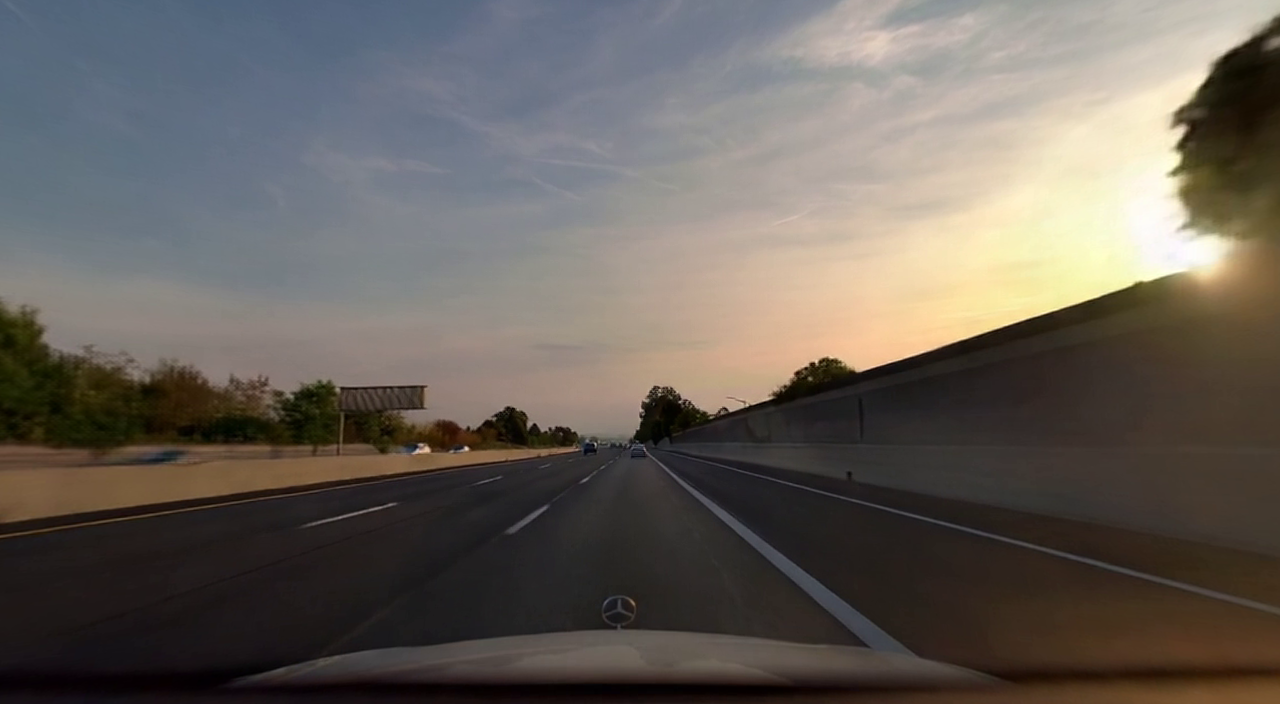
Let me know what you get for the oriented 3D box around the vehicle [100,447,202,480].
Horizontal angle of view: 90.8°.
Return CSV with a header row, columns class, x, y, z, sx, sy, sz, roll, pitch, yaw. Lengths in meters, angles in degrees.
class,x,y,z,sx,sy,sz,roll,pitch,yaw
vehicle,-25.241,5.743,32.812,1.811,1.539,4.341,0,-8,0
